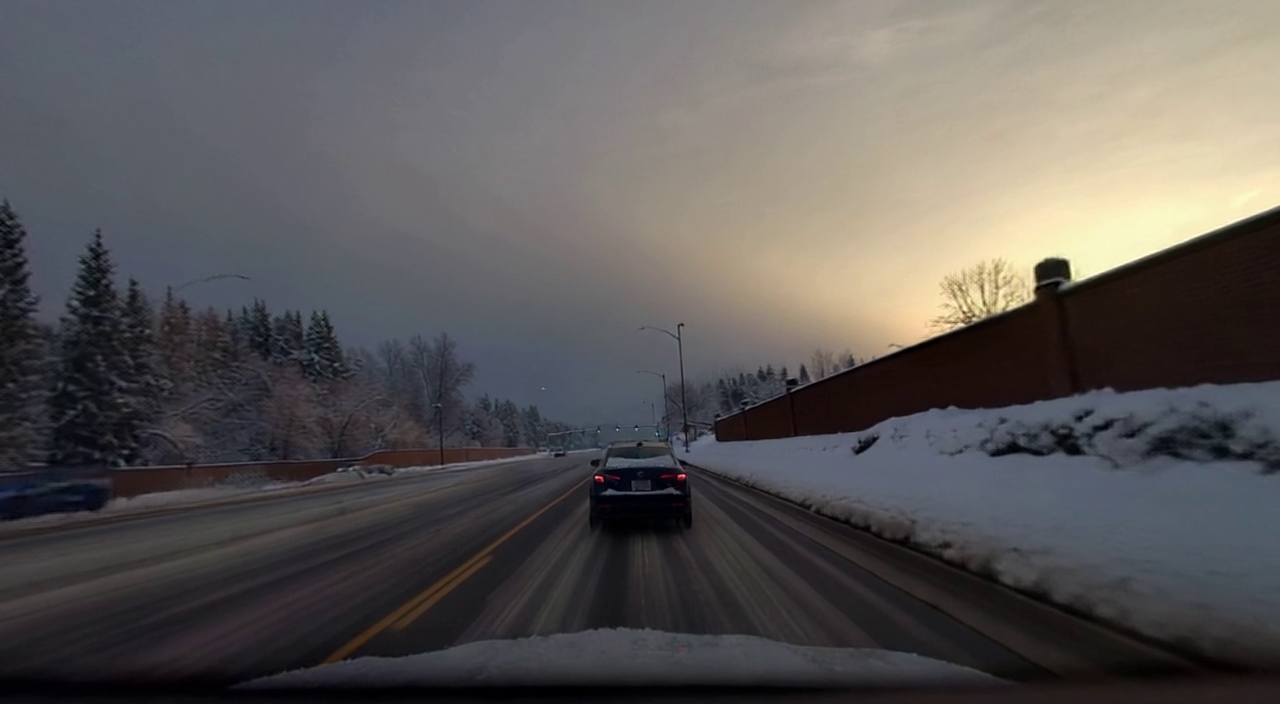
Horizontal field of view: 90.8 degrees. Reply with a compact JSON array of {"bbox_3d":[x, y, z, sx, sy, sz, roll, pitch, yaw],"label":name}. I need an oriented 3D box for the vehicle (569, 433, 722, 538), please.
[{"bbox_3d":[0.068,2.253,11.330,2.205,1.509,4.272,0,-8,0],"label":"vehicle"}]

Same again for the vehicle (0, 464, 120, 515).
[{"bbox_3d":[-21.530,4.808,22.525,1.950,1.485,4.711,0,-8,0],"label":"vehicle"}]
